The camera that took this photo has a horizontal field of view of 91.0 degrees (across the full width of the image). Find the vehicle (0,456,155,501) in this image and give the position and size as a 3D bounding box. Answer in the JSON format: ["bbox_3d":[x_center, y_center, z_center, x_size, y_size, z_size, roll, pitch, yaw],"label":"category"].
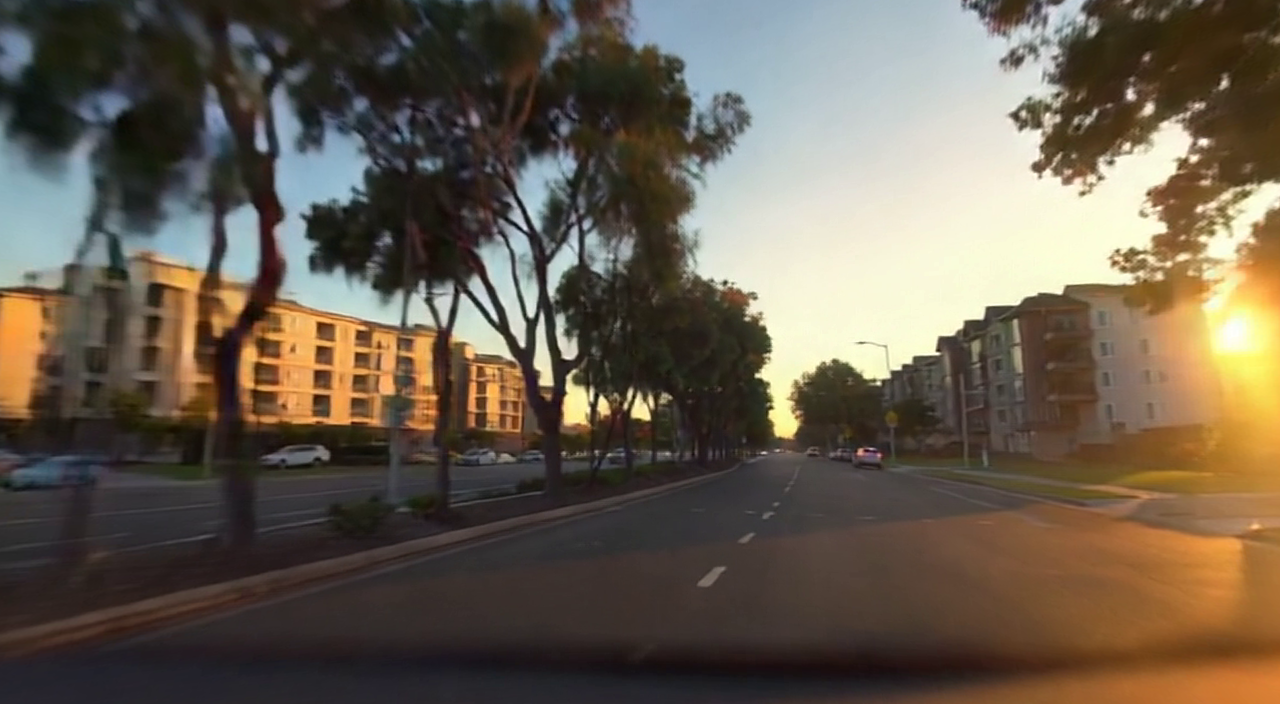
[{"bbox_3d":[-22.360,4.990,25.190,1.816,1.496,4.384,-3,-9,14],"label":"vehicle"}]
